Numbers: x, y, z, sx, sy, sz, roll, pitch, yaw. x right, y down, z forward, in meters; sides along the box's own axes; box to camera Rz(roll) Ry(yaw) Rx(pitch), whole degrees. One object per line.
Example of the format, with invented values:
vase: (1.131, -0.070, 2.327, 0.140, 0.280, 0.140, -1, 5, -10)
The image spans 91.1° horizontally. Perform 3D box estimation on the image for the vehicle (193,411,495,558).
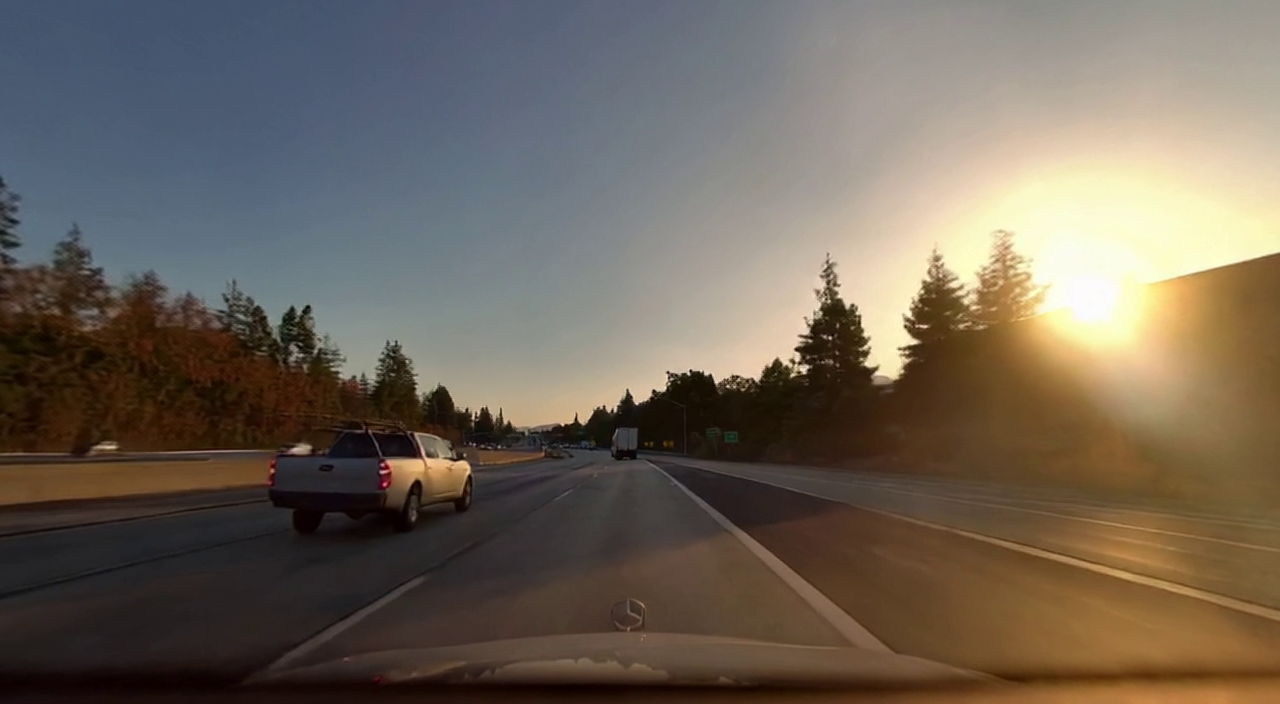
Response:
vehicle: (-4.133, 1.979, 10.119, 2.316, 1.731, 5.126, 0, -9, 1)
